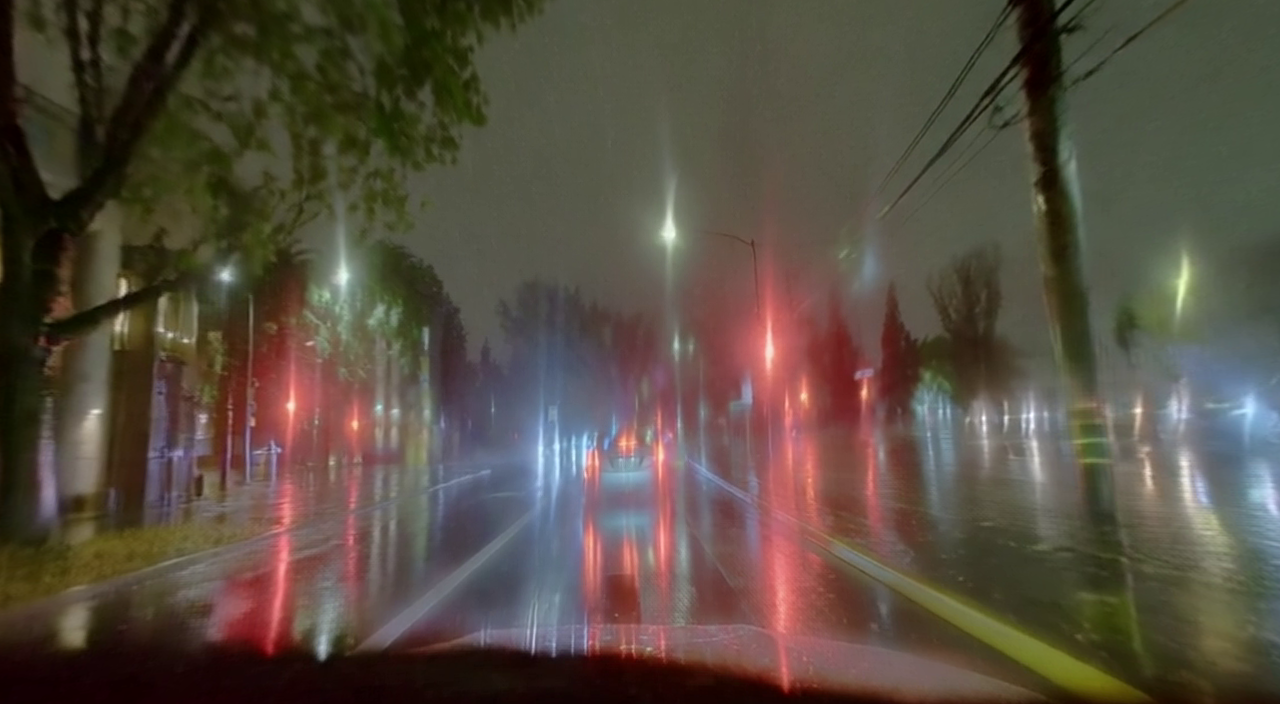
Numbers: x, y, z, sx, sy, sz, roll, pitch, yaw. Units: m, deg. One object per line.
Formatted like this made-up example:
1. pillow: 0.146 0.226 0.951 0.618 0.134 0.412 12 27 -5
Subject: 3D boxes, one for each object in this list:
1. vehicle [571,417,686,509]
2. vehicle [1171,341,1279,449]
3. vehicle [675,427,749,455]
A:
1. vehicle: -0.199 2.364 13.783 2.142 1.686 3.816 -1 -8 1
2. vehicle: 13.001 0.823 11.825 3.937 1.876 2.045 -3 -9 8
3. vehicle: 4.502 5.556 39.185 4.401 1.651 1.966 -2 -8 11
